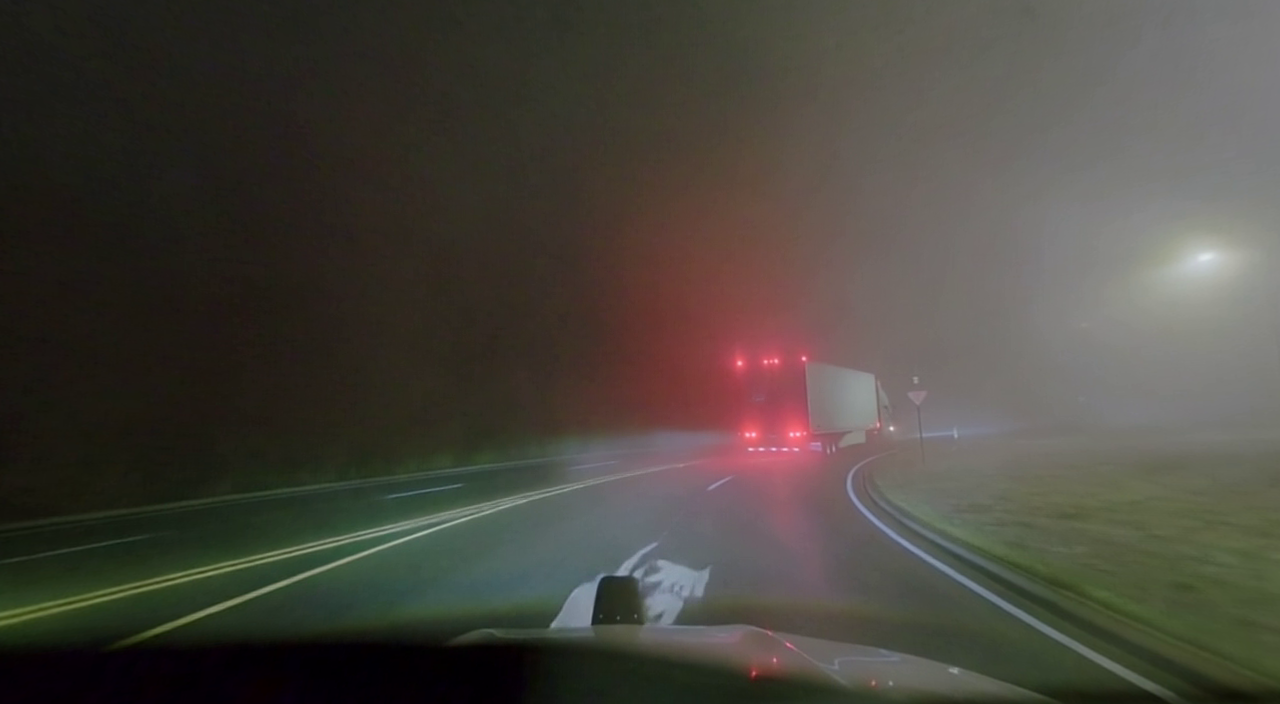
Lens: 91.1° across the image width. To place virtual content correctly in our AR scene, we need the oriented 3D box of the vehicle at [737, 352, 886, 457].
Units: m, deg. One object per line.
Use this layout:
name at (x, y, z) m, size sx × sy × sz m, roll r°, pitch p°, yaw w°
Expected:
vehicle at (7.864, 2.506, 27.336) m, size 2.837 × 3.712 × 10.484 m, roll -5°, pitch -9°, yaw 34°
